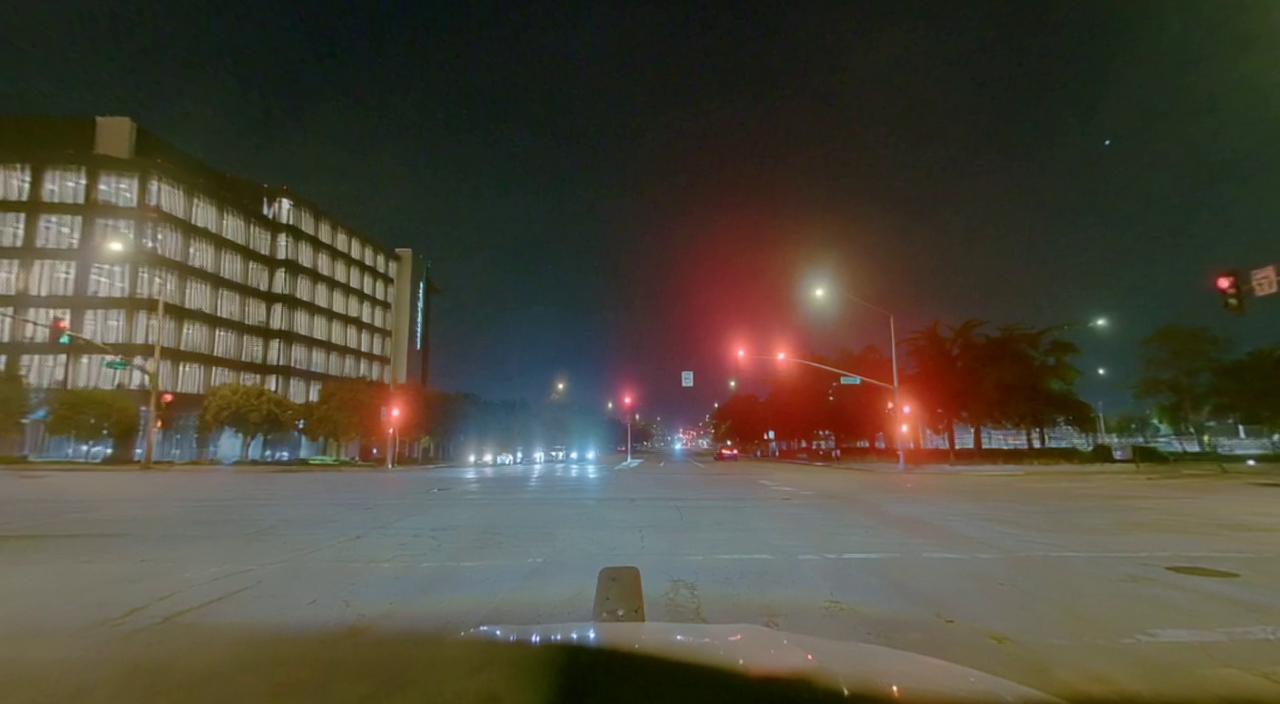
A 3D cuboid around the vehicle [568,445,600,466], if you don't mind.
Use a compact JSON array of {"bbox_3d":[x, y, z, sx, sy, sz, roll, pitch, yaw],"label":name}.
[{"bbox_3d":[-4.338,8.130,49.752,2.130,1.613,4.121,0,-8,0],"label":"vehicle"}]
